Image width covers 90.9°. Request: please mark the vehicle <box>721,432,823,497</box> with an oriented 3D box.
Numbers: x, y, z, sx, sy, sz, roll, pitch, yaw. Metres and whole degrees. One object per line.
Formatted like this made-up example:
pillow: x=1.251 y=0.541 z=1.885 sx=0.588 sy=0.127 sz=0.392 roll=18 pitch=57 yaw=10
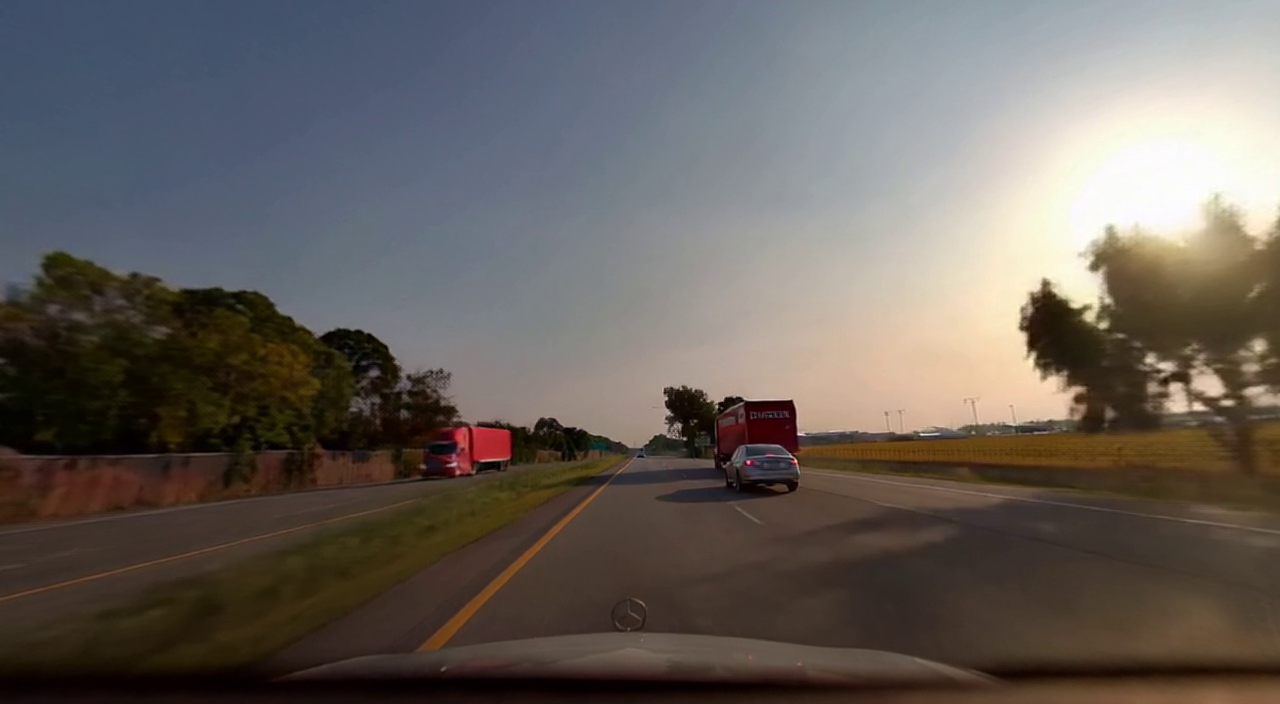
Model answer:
vehicle: x=3.867 y=3.400 z=19.279 sx=2.093 sy=1.742 sz=4.167 roll=0 pitch=-9 yaw=-1
